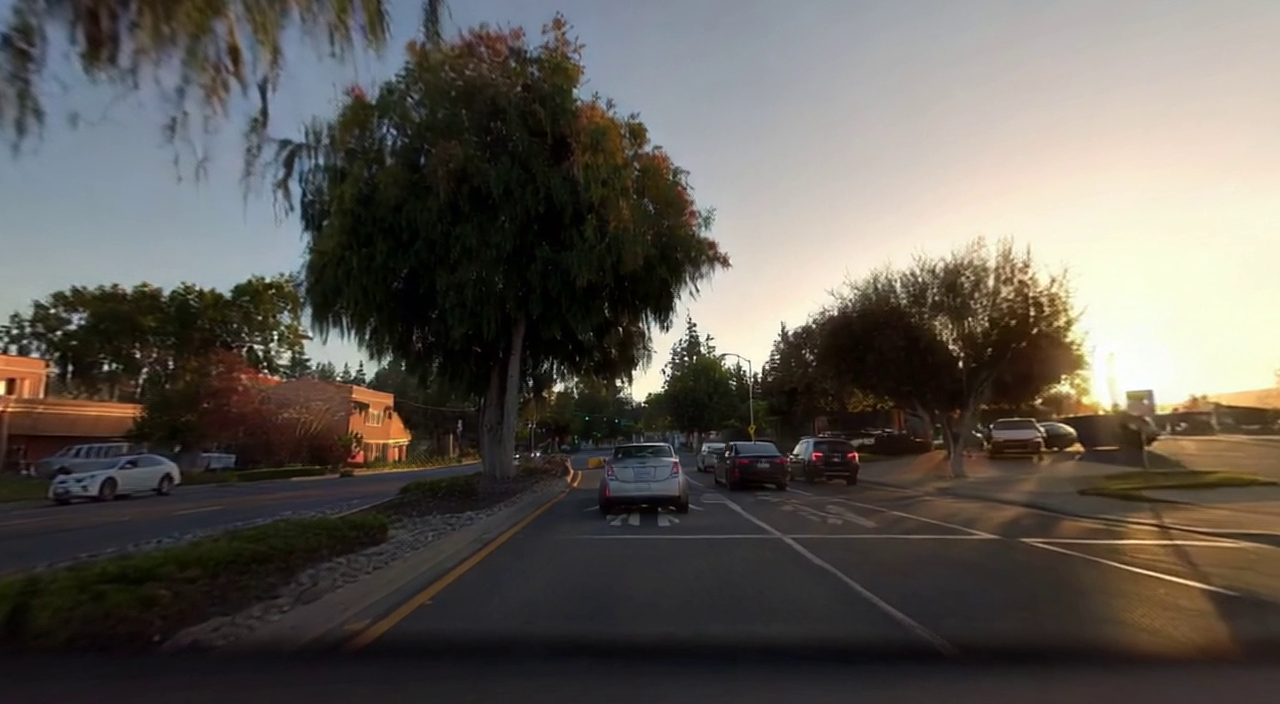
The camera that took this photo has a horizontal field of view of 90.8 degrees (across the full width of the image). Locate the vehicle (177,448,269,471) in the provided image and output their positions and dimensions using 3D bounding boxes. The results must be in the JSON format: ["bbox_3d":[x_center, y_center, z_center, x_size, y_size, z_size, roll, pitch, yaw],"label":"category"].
[{"bbox_3d":[-28.023,7.217,42.581,4.736,1.491,2.042,0,-8,-2],"label":"vehicle"}]

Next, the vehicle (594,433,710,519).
[{"bbox_3d":[0.213,2.469,13.063,2.052,1.488,3.779,0,-9,0],"label":"vehicle"}]

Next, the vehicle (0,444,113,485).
[{"bbox_3d":[-27.454,5.151,29.056,4.494,1.792,2.037,0,-8,0],"label":"vehicle"}]

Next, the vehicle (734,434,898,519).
[{"bbox_3d":[3.435,2.532,13.459,2.124,1.476,4.730,0,-9,0],"label":"vehicle"}]

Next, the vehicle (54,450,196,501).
[{"bbox_3d":[-19.114,4.548,23.721,1.903,1.706,3.994,0,-9,0],"label":"vehicle"}]
